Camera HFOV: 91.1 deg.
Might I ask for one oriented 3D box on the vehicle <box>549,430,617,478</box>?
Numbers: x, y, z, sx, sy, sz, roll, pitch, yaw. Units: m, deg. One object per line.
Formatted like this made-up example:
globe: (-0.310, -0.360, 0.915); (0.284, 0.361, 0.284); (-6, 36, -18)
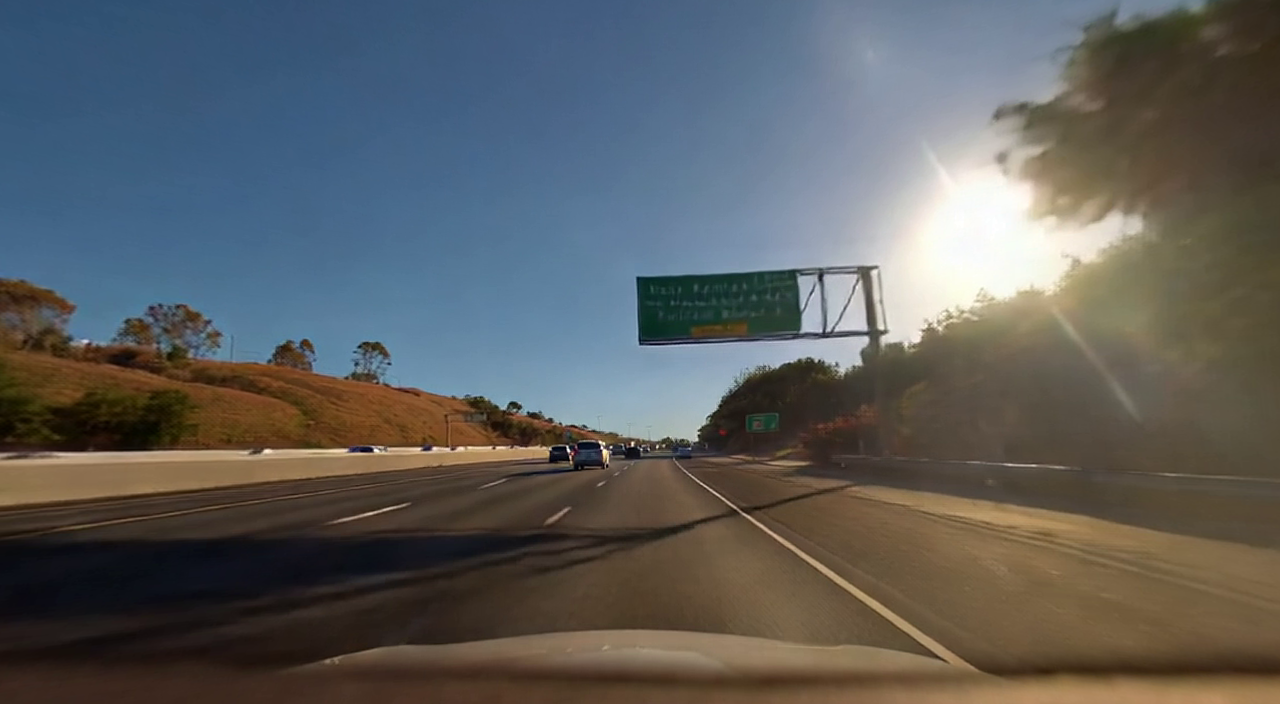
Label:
vehicle: (-2.429, 4.557, 28.294); (2.413, 1.896, 5.218); (-1, -8, 2)
